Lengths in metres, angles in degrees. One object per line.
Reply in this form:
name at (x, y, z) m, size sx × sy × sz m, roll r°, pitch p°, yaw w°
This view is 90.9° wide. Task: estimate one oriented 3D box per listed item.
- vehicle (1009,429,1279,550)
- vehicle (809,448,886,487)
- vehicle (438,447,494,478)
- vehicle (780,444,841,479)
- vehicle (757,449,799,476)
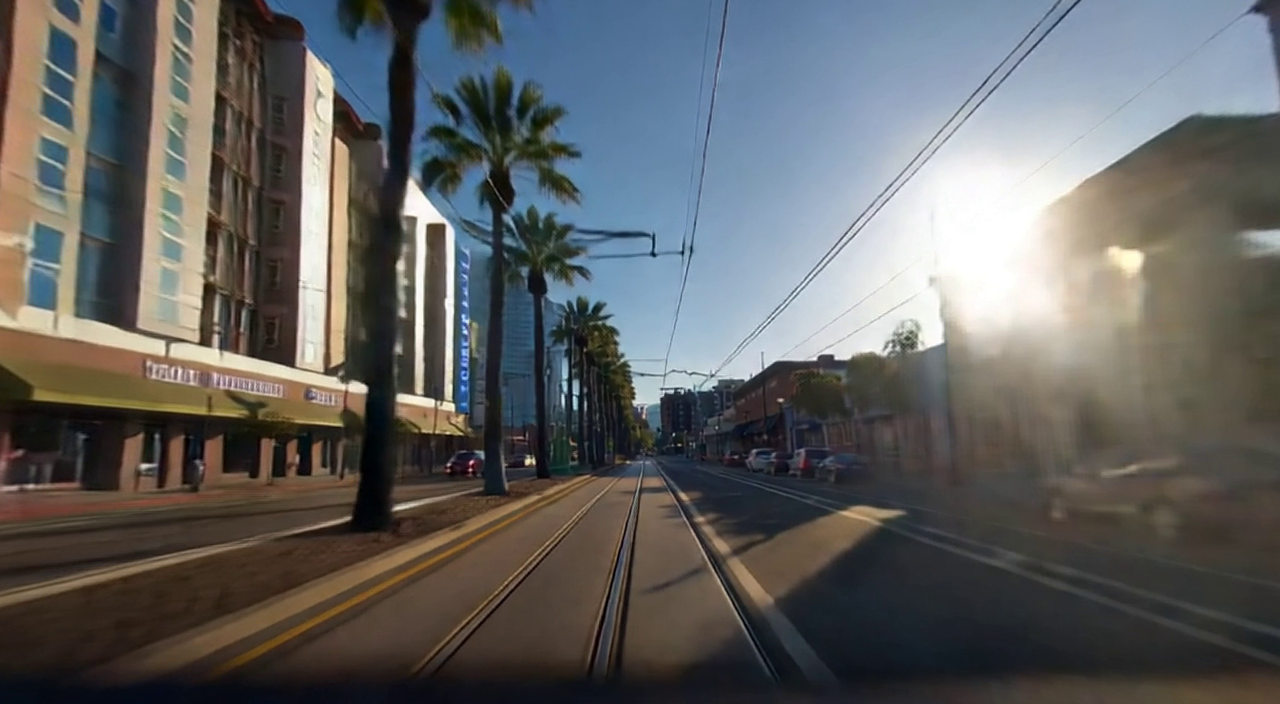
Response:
vehicle at (8.567, 2.178, 10.704) m, size 1.878 × 1.605 × 4.242 m, roll 0°, pitch -8°, yaw -2°
vehicle at (8.687, 4.850, 26.772) m, size 1.733 × 1.468 × 4.326 m, roll 0°, pitch -8°, yaw 0°
vehicle at (-10.530, 6.706, 38.498) m, size 2.042 × 1.716 × 4.634 m, roll 0°, pitch -8°, yaw 1°
vehicle at (8.713, 5.605, 32.596) m, size 1.867 × 1.627 × 4.357 m, roll 0°, pitch -8°, yaw 0°
vehicle at (8.419, 6.759, 38.814) m, size 1.715 × 1.500 × 3.910 m, roll 0°, pitch -8°, yaw 0°
